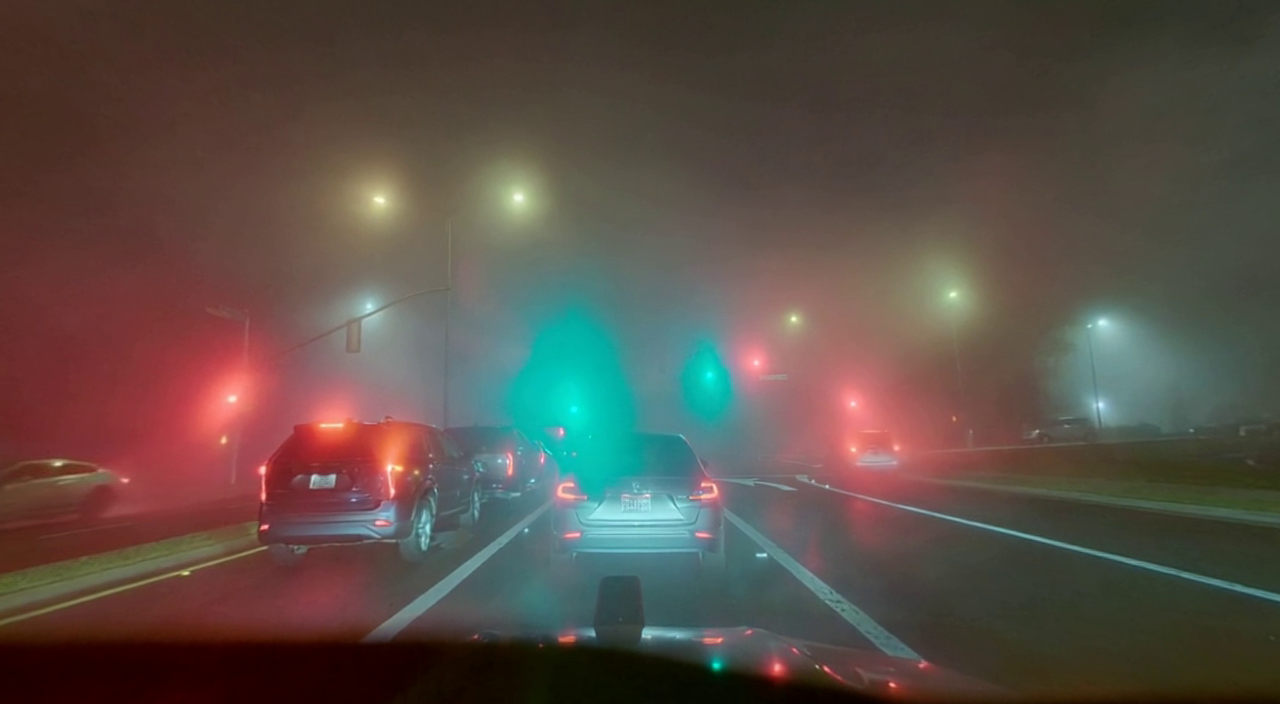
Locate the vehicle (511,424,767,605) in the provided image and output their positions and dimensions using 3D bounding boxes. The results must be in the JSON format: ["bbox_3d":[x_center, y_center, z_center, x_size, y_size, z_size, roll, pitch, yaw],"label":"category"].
[{"bbox_3d":[-0.061,1.645,7.307,2.126,1.475,3.967,0,-8,-2],"label":"vehicle"}]

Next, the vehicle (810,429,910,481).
[{"bbox_3d":[7.998,3.800,23.456,2.059,1.719,4.443,0,-8,-1],"label":"vehicle"}]

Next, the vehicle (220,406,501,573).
[{"bbox_3d":[-3.434,1.765,8.869,2.046,1.751,4.208,0,-8,-1],"label":"vehicle"}]

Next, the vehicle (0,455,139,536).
[{"bbox_3d":[-12.923,2.883,12.960,1.841,1.469,4.202,0,-8,0],"label":"vehicle"}]
